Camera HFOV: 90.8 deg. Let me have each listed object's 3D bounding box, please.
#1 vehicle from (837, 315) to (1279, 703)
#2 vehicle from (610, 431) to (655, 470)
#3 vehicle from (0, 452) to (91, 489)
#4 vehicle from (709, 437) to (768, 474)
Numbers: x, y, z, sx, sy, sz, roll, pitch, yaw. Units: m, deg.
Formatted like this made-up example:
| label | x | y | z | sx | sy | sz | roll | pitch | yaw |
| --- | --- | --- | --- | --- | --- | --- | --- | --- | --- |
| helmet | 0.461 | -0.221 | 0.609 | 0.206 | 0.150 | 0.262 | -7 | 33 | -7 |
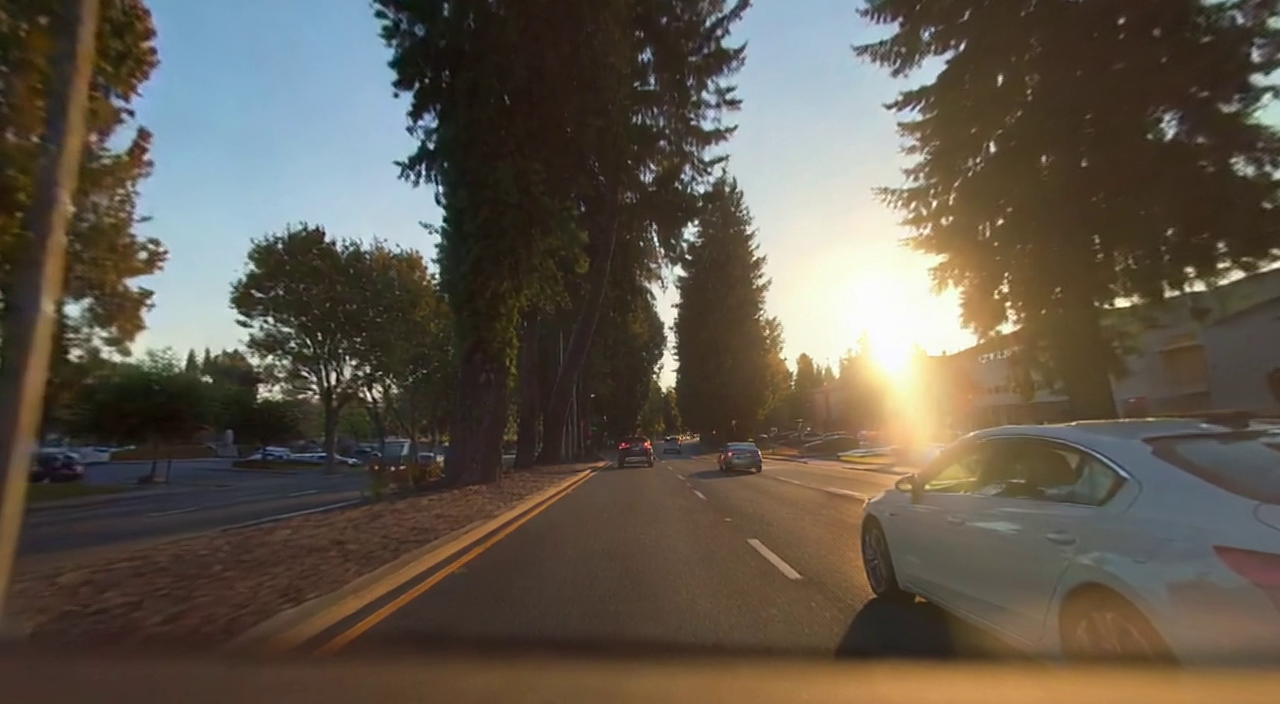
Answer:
| label | x | y | z | sx | sy | sz | roll | pitch | yaw |
| --- | --- | --- | --- | --- | --- | --- | --- | --- | --- |
| vehicle | 3.015 | 0.994 | 3.808 | 2.153 | 1.658 | 4.485 | 0 | -8 | -1 |
| vehicle | -0.390 | 4.908 | 31.718 | 2.106 | 1.798 | 4.168 | 0 | -8 | 0 |
| vehicle | -30.832 | 5.891 | 31.577 | 4.678 | 1.692 | 2.118 | 0 | -8 | 0 |
| vehicle | 4.098 | 4.382 | 26.959 | 1.883 | 1.452 | 4.258 | 0 | -8 | 0 |
